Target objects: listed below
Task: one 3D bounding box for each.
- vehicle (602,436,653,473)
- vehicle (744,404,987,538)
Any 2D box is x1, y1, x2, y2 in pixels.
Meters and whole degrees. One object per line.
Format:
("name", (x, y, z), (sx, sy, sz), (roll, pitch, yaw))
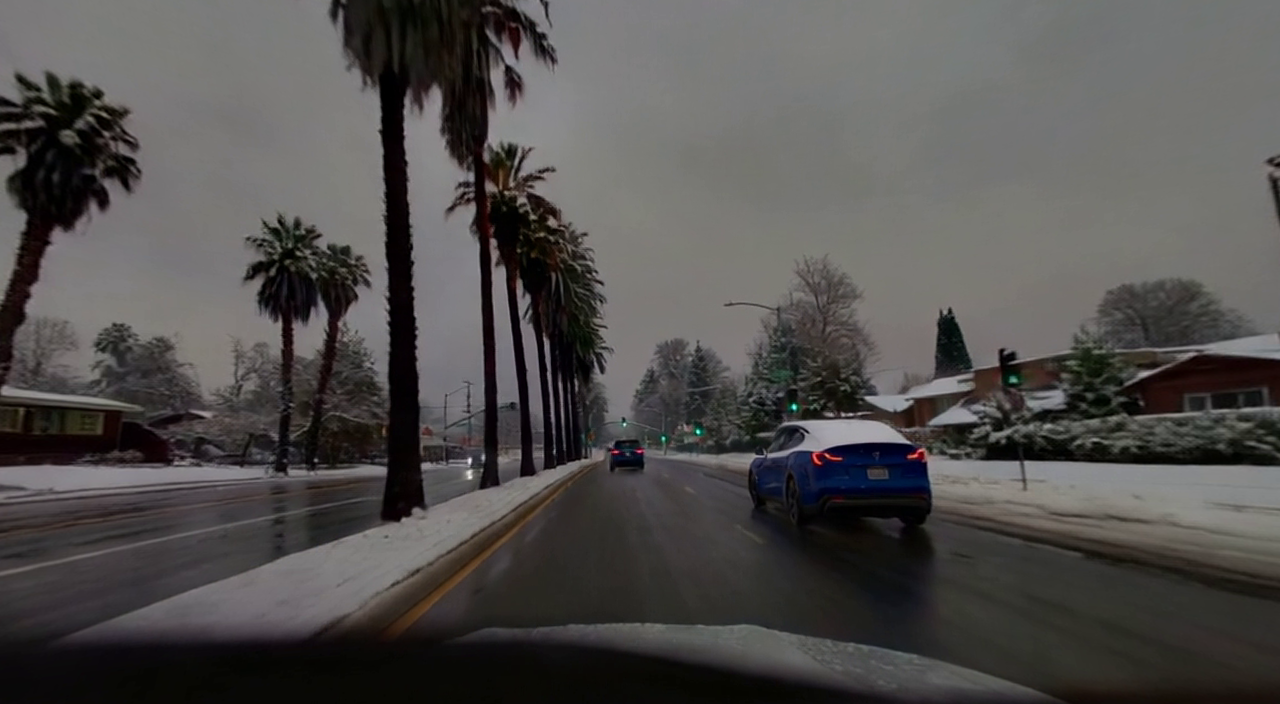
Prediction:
("vehicle", (-0.660, 5.079, 31.460), (2.341, 1.709, 4.466), (0, -8, -2))
("vehicle", (3.521, 2.007, 11.268), (2.205, 1.803, 5.135), (0, -9, -3))
